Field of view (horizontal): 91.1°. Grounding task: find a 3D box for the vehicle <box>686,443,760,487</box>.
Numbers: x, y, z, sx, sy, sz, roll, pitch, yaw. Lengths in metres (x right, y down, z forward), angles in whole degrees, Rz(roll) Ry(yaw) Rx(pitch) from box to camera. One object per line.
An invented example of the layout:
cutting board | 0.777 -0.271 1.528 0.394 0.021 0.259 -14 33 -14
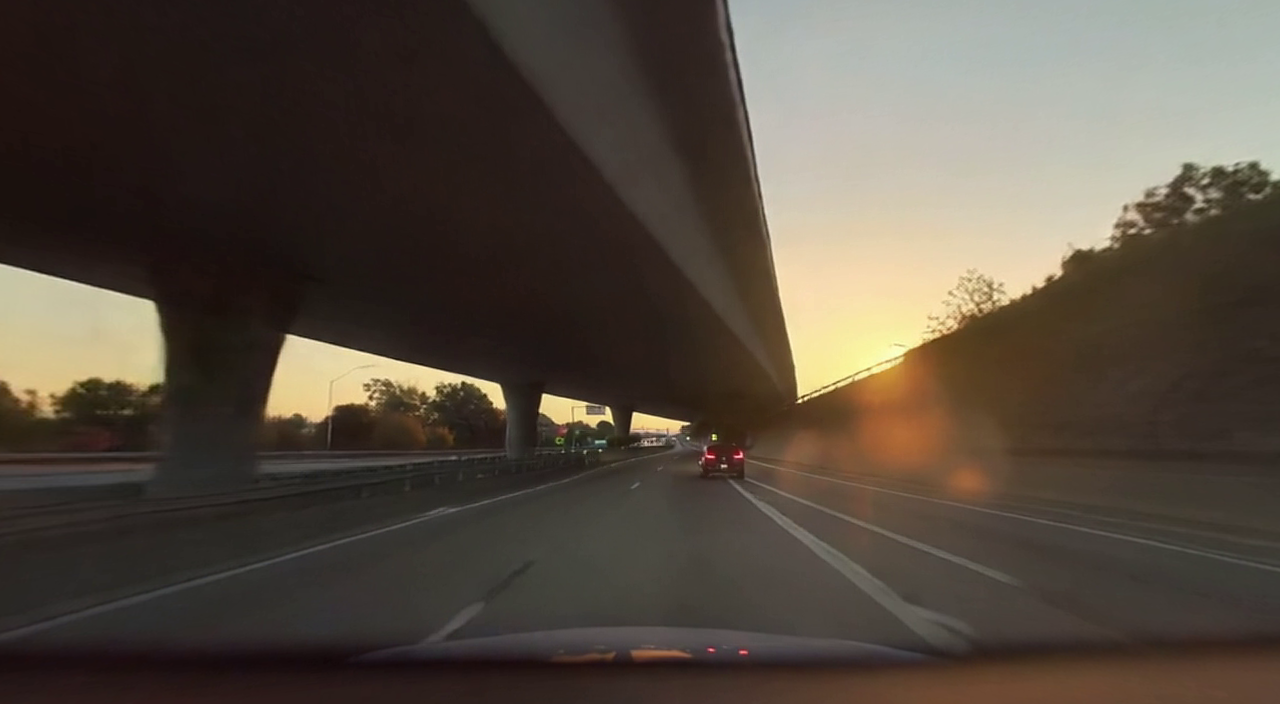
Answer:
vehicle | 2.852 3.992 22.640 2.124 1.405 4.398 0 -8 1
